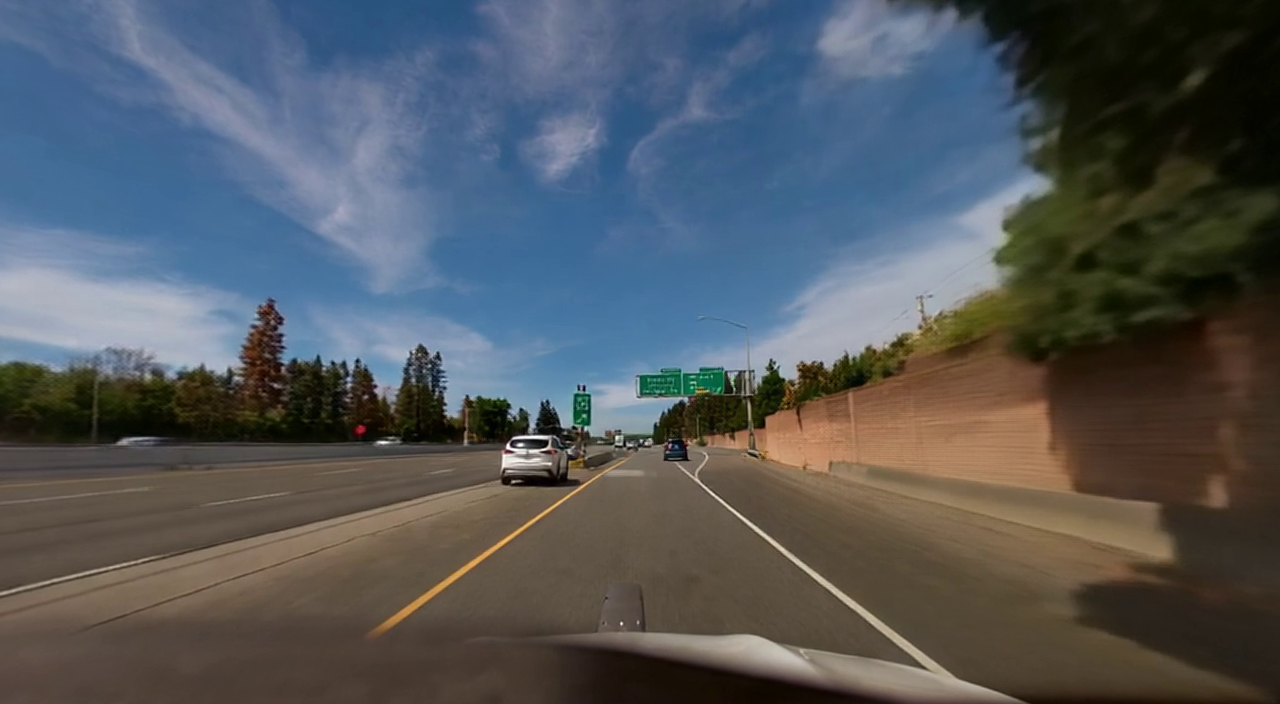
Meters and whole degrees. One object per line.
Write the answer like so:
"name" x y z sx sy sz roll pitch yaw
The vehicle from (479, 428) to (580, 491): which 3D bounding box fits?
"vehicle" -3.282 3.333 19.830 2.151 1.707 4.759 0 -9 2
